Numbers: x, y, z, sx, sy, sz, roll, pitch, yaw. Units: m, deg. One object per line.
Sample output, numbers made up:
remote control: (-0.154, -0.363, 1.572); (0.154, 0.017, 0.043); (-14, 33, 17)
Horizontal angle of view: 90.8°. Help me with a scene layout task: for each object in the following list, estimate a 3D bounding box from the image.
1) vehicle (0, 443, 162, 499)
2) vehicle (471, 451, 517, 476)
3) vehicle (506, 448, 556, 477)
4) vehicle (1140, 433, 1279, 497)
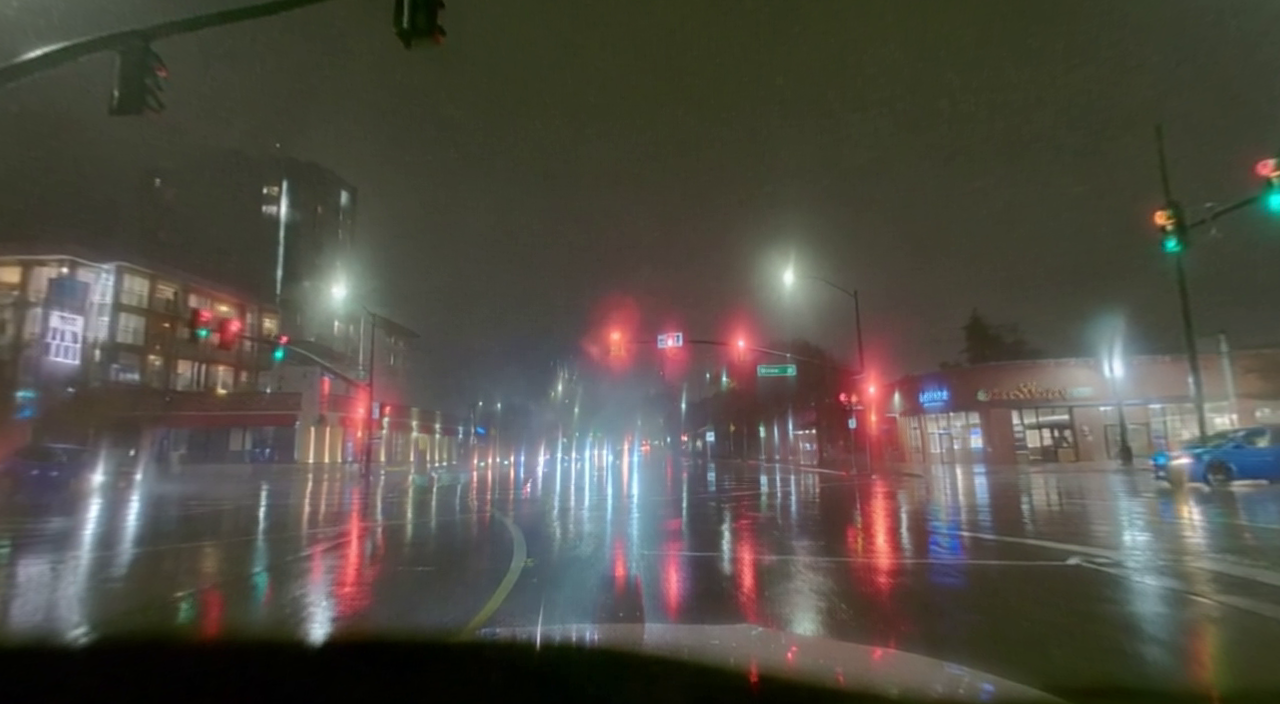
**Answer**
vehicle: (-21.102, 4.365, 23.511); (5.161, 1.910, 2.275); (-2, -9, 11)
vehicle: (-9.771, 7.476, 42.544); (2.106, 1.505, 4.228); (0, -9, 0)
vehicle: (-6.705, 6.836, 39.451); (2.181, 1.703, 4.512); (-1, -9, 2)
vehicle: (15.463, 2.724, 15.425); (4.651, 1.463, 1.880); (-2, -9, 9)
